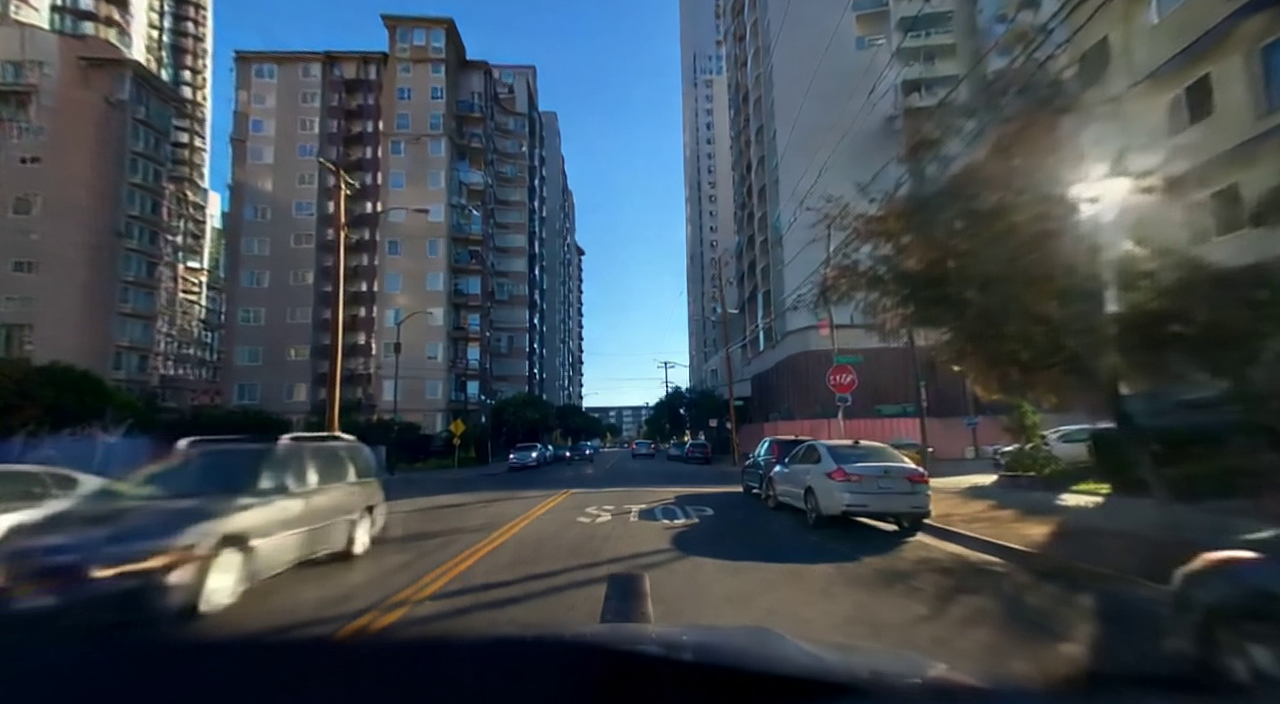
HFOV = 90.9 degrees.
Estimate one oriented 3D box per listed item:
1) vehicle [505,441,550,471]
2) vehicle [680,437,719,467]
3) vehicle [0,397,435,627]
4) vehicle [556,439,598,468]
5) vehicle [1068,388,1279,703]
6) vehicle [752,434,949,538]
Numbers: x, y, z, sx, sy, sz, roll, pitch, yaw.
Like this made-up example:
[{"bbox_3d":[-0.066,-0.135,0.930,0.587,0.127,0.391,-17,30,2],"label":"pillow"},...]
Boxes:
[{"bbox_3d":[-7.511,6.963,42.521,2.140,1.874,4.475,0,-9,0],"label":"vehicle"},{"bbox_3d":[3.884,6.646,42.057,2.164,1.721,4.416,-4,-9,1],"label":"vehicle"},{"bbox_3d":[-4.405,1.601,7.323,2.452,1.778,4.634,0,-9,0],"label":"vehicle"},{"bbox_3d":[-4.128,6.792,42.339,2.201,1.801,4.750,-1,-9,2],"label":"vehicle"},{"bbox_3d":[3.651,0.787,1.368,2.040,1.637,4.734,0,-9,-1],"label":"vehicle"},{"bbox_3d":[3.518,2.315,11.614,1.888,1.495,4.567,0,-9,-2],"label":"vehicle"}]
